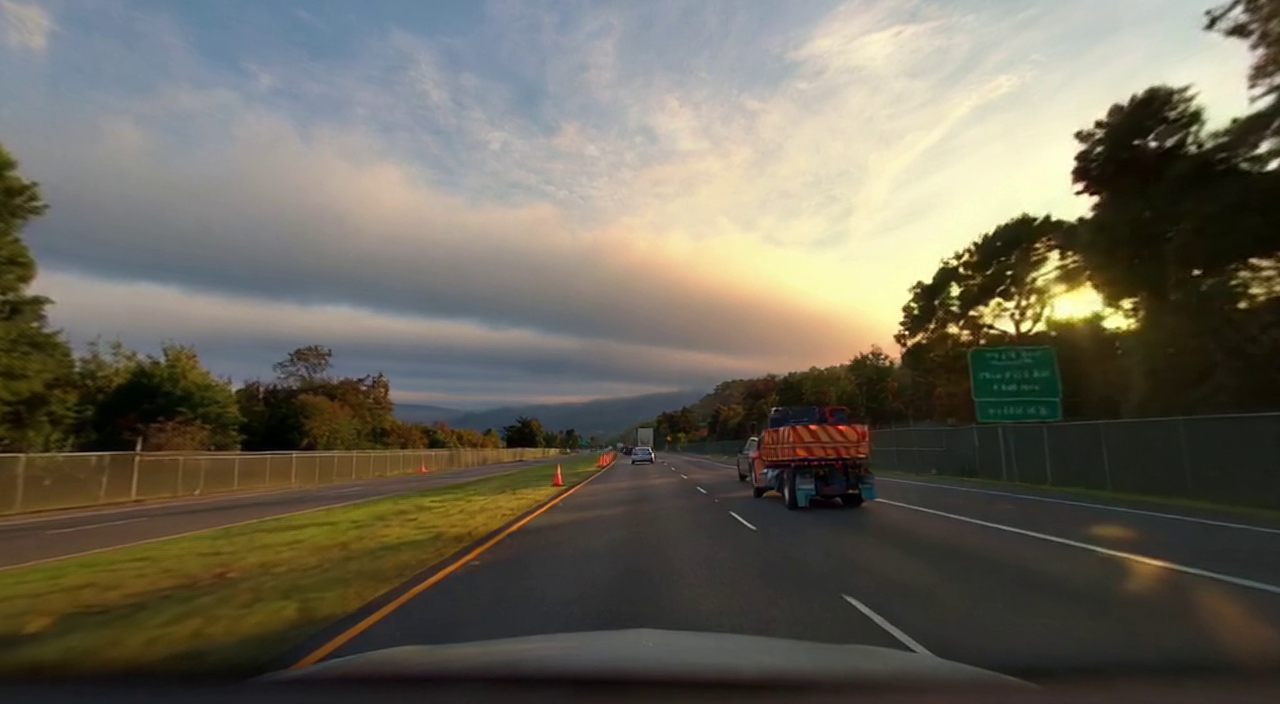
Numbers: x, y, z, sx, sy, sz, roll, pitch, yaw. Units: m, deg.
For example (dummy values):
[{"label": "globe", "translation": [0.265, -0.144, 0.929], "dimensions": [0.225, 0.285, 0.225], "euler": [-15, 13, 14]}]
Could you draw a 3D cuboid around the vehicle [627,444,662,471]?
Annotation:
[{"label": "vehicle", "translation": [0.241, 6.548, 39.451], "dimensions": [2.065, 1.573, 3.734], "euler": [0, -9, -1]}]
